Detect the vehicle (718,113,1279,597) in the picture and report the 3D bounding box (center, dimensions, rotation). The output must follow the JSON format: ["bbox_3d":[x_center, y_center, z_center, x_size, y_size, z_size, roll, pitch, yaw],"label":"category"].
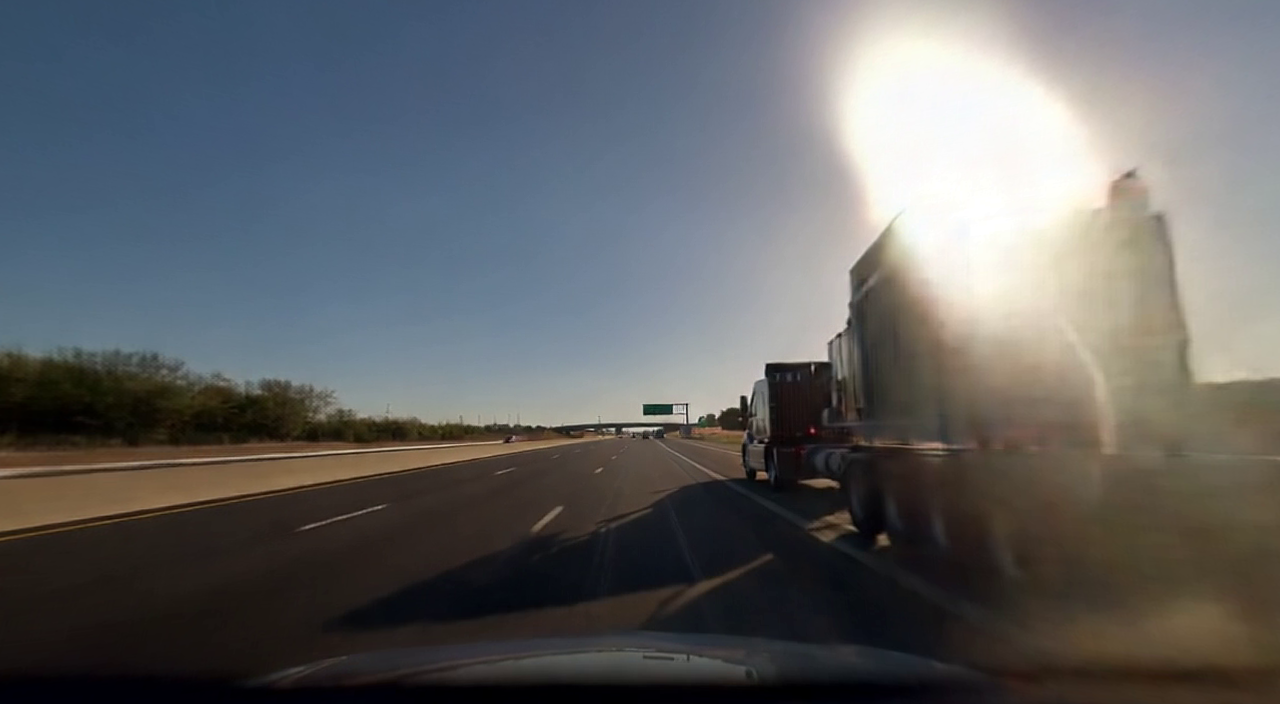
[{"bbox_3d":[3.692,0.746,10.769,3.446,3.698,12.089,0,-8,1],"label":"vehicle"}]
